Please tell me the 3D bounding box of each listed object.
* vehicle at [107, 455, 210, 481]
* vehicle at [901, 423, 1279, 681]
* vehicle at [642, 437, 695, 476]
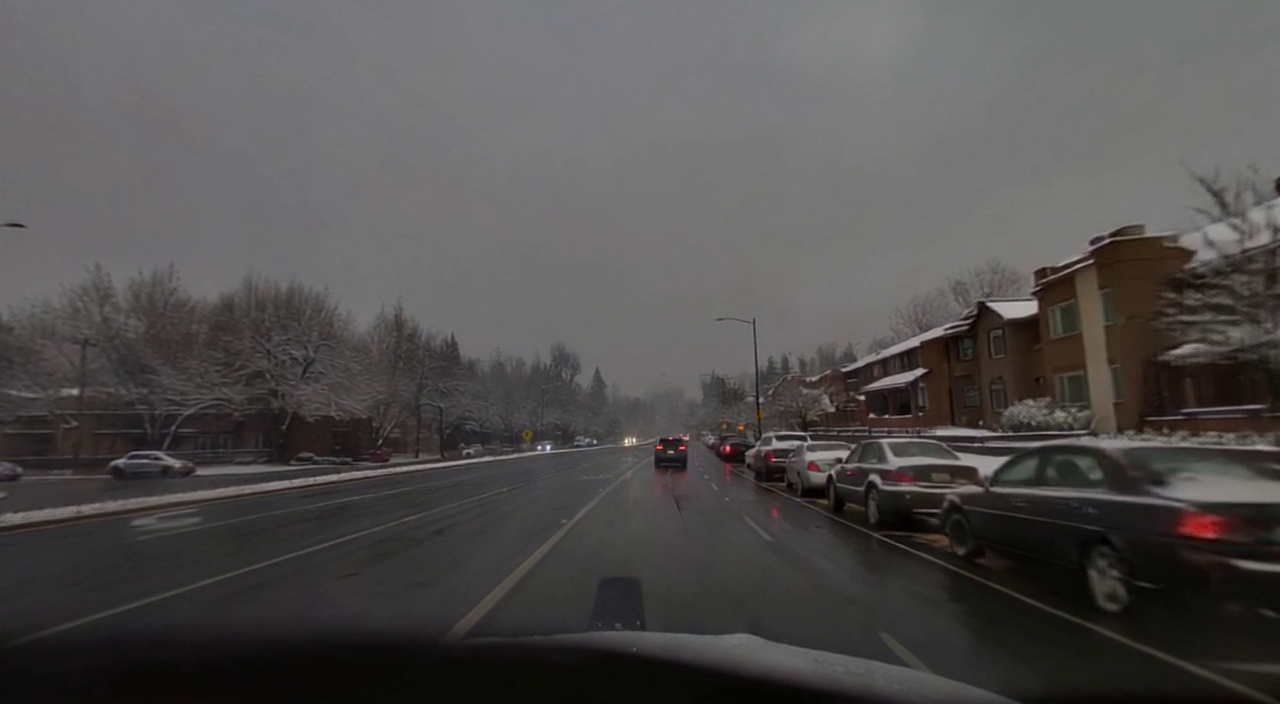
[{"bbox_3d":[-29.630,7.146,38.904,4.591,1.468,1.805,1,-9,-9],"label":"vehicle"},{"bbox_3d":[4.464,1.462,5.816,1.855,1.445,4.895,0,-8,-2],"label":"vehicle"},{"bbox_3d":[1.171,4.313,26.170,2.011,1.480,4.170,-1,-8,2],"label":"vehicle"}]
